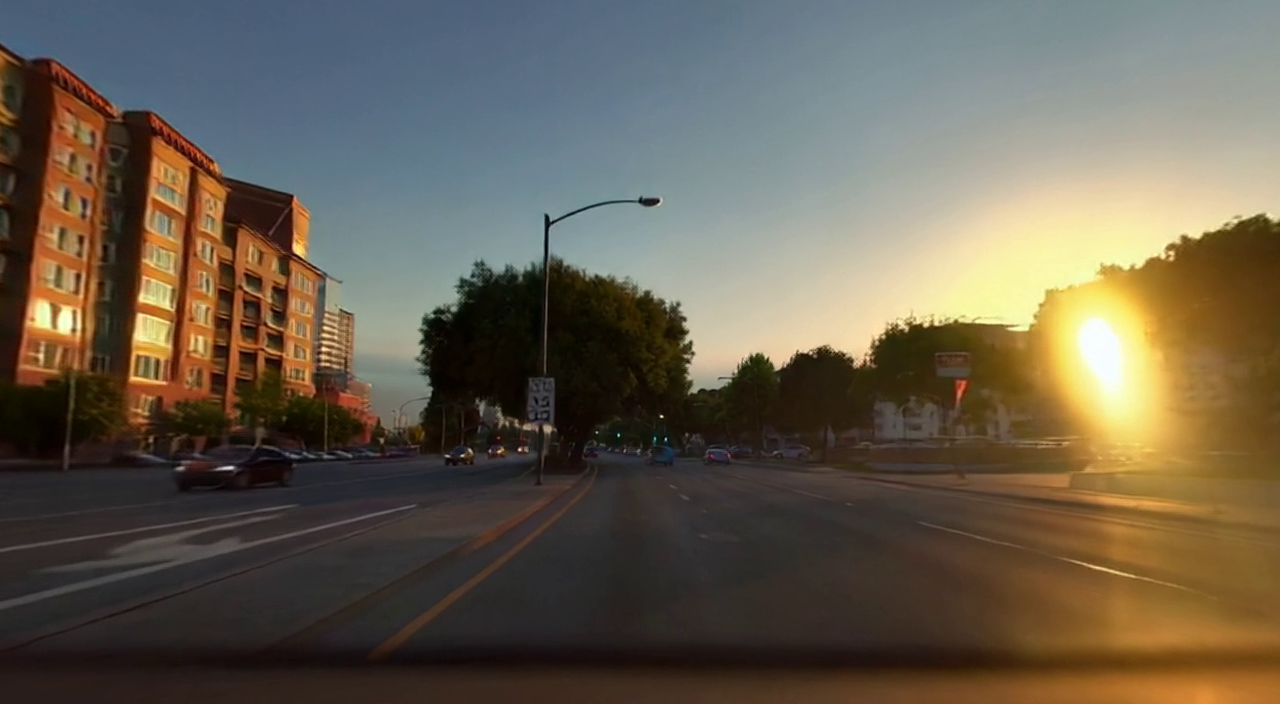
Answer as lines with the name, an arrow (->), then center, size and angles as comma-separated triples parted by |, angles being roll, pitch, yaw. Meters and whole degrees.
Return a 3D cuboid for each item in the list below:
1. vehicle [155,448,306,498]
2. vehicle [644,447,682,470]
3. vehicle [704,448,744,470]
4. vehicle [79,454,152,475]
vehicle -> -13.430, 3.954, 21.145 | 1.946, 1.441, 4.661 | 0, -9, 0
vehicle -> 1.493, 7.267, 43.261 | 2.020, 1.479, 4.650 | 0, -9, -5
vehicle -> 5.760, 7.396, 43.984 | 1.932, 1.439, 4.159 | 0, -9, -4
vehicle -> -40.001, 8.548, 48.343 | 1.789, 1.445, 4.752 | 0, -9, -5
